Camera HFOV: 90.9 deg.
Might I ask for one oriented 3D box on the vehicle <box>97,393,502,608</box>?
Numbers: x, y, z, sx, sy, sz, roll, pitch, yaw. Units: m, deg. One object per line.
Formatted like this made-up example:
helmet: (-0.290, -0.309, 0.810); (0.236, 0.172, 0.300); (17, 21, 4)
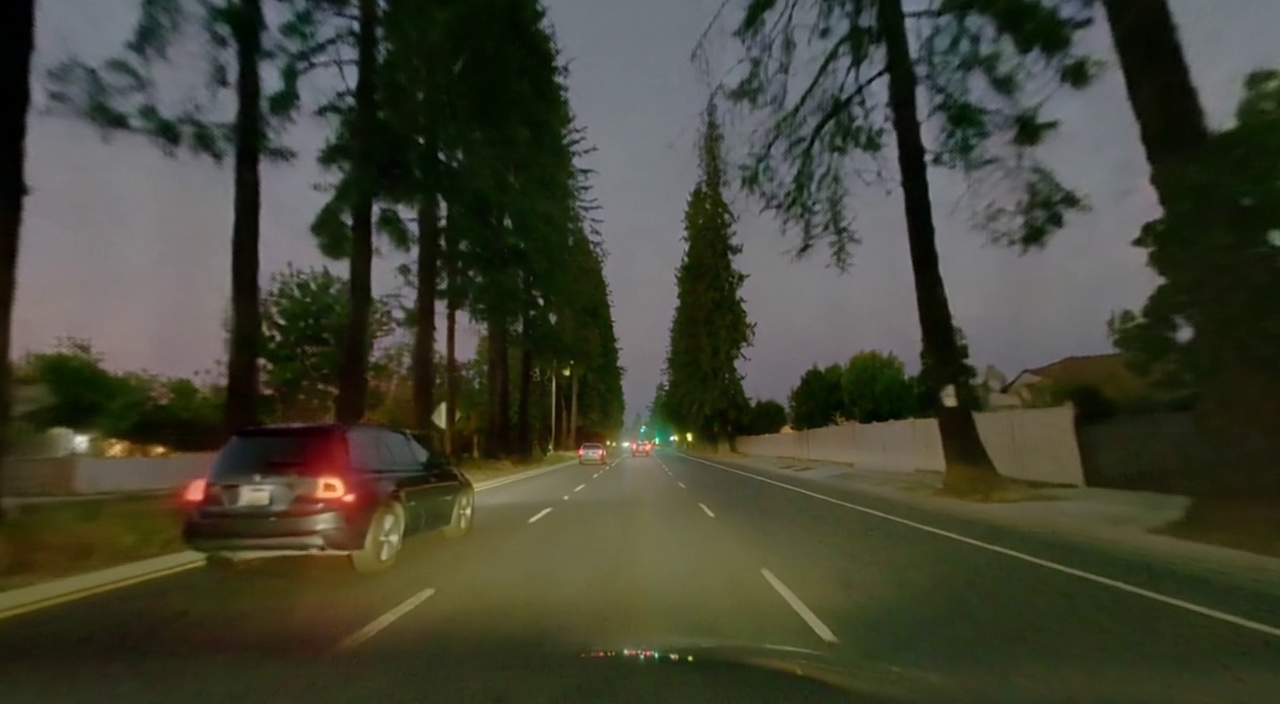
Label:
vehicle: (-3.201, 1.521, 7.374); (2.058, 1.671, 4.704); (0, -9, 1)

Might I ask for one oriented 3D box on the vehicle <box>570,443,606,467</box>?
vehicle: (-3.397, 6.801, 41.823); (2.021, 1.466, 4.330); (0, -9, 1)
